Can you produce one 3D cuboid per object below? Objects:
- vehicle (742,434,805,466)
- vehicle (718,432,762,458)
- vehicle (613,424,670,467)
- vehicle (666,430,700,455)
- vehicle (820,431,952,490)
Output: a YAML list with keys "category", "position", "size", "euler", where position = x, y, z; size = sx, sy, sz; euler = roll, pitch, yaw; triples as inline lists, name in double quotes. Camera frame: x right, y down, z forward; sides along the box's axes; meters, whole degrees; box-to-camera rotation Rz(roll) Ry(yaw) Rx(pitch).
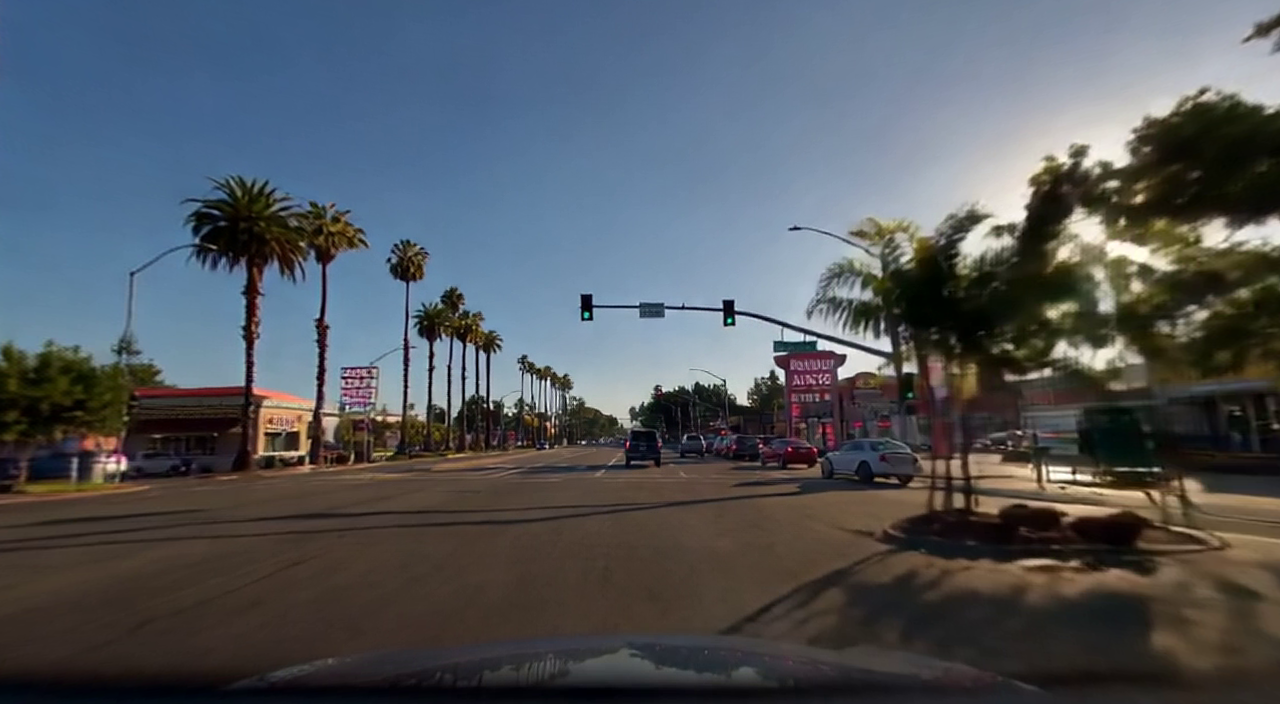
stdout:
- category: "vehicle"
  position: [6.653, 4.944, 32.093]
  size: [2.038, 1.476, 5.032]
  euler: [0, -8, -1]
- category: "vehicle"
  position: [6.733, 6.304, 42.870]
  size: [2.100, 1.675, 4.536]
  euler: [0, -8, -2]
- category: "vehicle"
  position: [0.028, 4.316, 29.157]
  size: [2.428, 1.816, 4.959]
  euler: [0, -8, -1]
- category: "vehicle"
  position: [3.285, 7.039, 49.067]
  size: [2.187, 1.777, 4.444]
  euler: [0, -8, -2]
- category: "vehicle"
  position: [6.823, 3.060, 18.133]
  size: [1.902, 1.461, 4.428]
  euler: [0, -8, -1]
